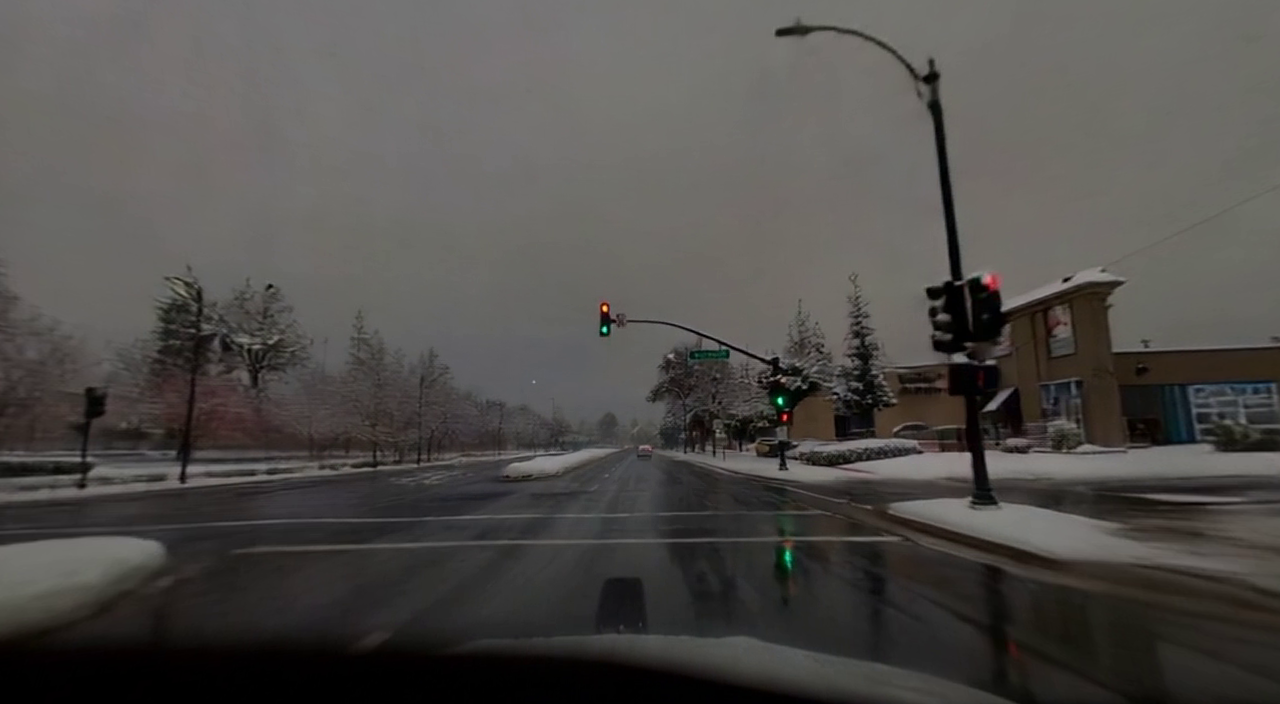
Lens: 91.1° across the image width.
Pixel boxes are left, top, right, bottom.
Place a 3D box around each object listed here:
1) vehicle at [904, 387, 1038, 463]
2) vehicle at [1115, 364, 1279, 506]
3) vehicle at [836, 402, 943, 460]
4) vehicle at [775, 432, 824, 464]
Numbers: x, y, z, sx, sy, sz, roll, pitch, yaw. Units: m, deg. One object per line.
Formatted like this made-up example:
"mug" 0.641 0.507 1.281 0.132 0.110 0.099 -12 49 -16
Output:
"vehicle" 15.885 3.716 31.001 3.161 3.209 7.934 -1 -8 8
"vehicle" 11.117 1.464 10.769 4.422 2.157 1.906 2 -9 -4
"vehicle" 16.161 5.362 41.758 2.814 3.328 10.467 0 -8 0
"vehicle" 9.825 5.986 38.922 1.655 1.820 3.969 0 -10 -5
